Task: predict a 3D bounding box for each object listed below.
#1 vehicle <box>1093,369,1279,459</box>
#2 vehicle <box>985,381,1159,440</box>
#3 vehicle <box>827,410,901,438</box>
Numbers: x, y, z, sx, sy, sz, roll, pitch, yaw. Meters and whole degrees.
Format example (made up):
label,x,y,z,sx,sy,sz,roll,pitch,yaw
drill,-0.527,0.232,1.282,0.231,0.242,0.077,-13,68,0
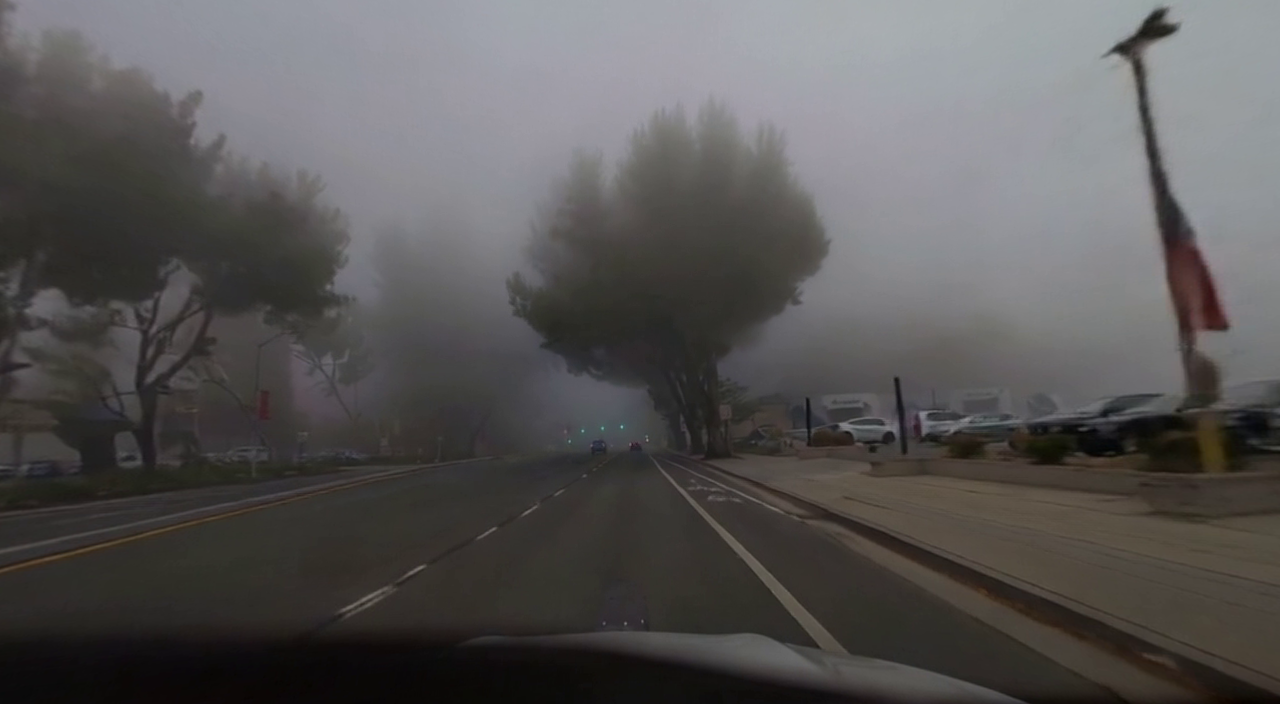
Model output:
label,x,y,z,sx,sy,sz,roll,pitch,yaw
vehicle,12.304,1.314,13.683,3.539,1.473,1.627,-7,-6,-2
vehicle,12.921,1.793,19.005,3.982,1.652,1.747,0,-8,-5
vehicle,13.518,4.403,38.182,3.756,1.580,1.886,-1,-8,3
